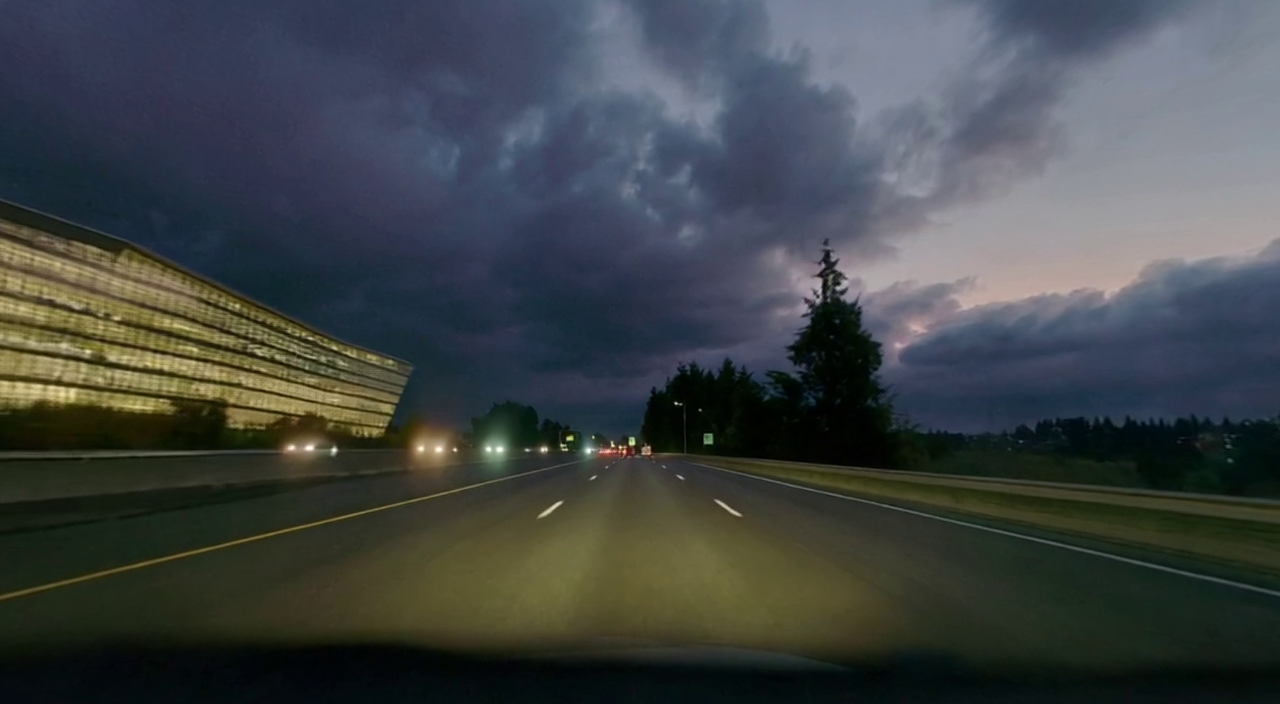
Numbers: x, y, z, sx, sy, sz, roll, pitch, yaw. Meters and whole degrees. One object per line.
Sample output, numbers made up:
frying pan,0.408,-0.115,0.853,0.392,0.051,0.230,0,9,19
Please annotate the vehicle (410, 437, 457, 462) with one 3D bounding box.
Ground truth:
vehicle,-14.792,7.003,45.309,1.922,1.655,4.410,0,-9,-1

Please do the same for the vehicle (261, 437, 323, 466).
vehicle,-22.369,6.398,40.671,1.746,1.777,4.125,0,-9,-2
